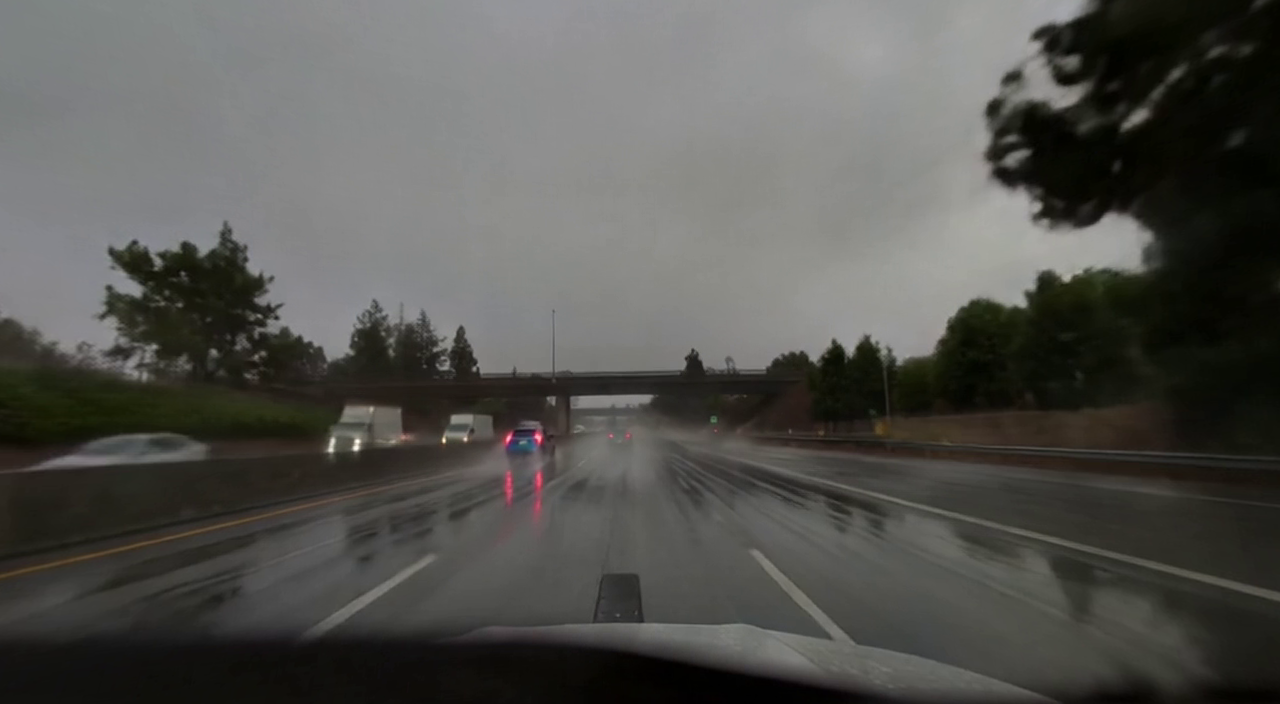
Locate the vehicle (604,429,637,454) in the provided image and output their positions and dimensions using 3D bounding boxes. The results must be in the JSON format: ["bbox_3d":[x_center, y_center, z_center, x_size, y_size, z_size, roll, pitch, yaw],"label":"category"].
[{"bbox_3d":[-1.258,6.030,42.467,2.116,1.625,4.004,0,-8,0],"label":"vehicle"}]

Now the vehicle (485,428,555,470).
[{"bbox_3d":[-4.797,3.945,25.836,2.017,1.537,4.496,0,-8,0],"label":"vehicle"}]

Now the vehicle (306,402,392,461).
[{"bbox_3d":[-20.892,5.786,45.629,3.146,3.920,6.327,1,-7,-1],"label":"vehicle"}]
